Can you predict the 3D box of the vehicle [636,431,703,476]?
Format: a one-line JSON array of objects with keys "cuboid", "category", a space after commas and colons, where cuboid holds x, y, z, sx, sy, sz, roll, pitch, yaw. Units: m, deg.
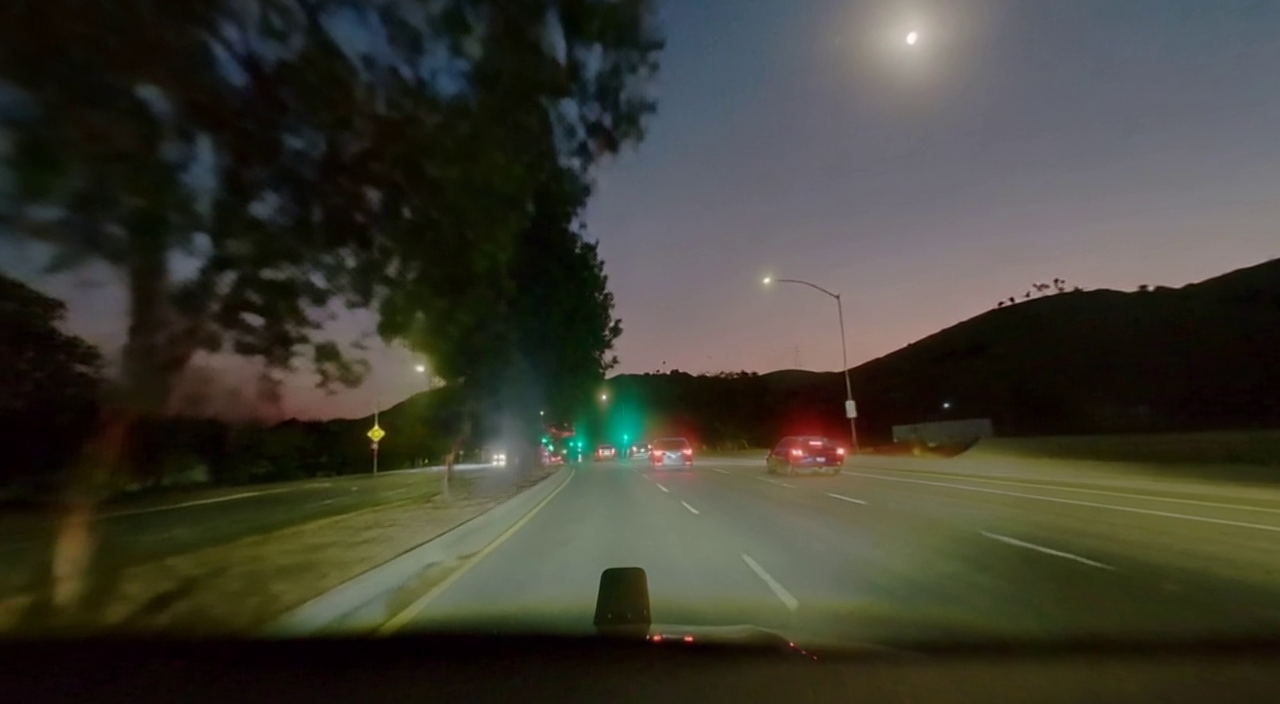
[{"cuboid": [1.169, 4.368, 27.395, 2.253, 1.756, 4.313, 1, -8, -6], "category": "vehicle"}]
